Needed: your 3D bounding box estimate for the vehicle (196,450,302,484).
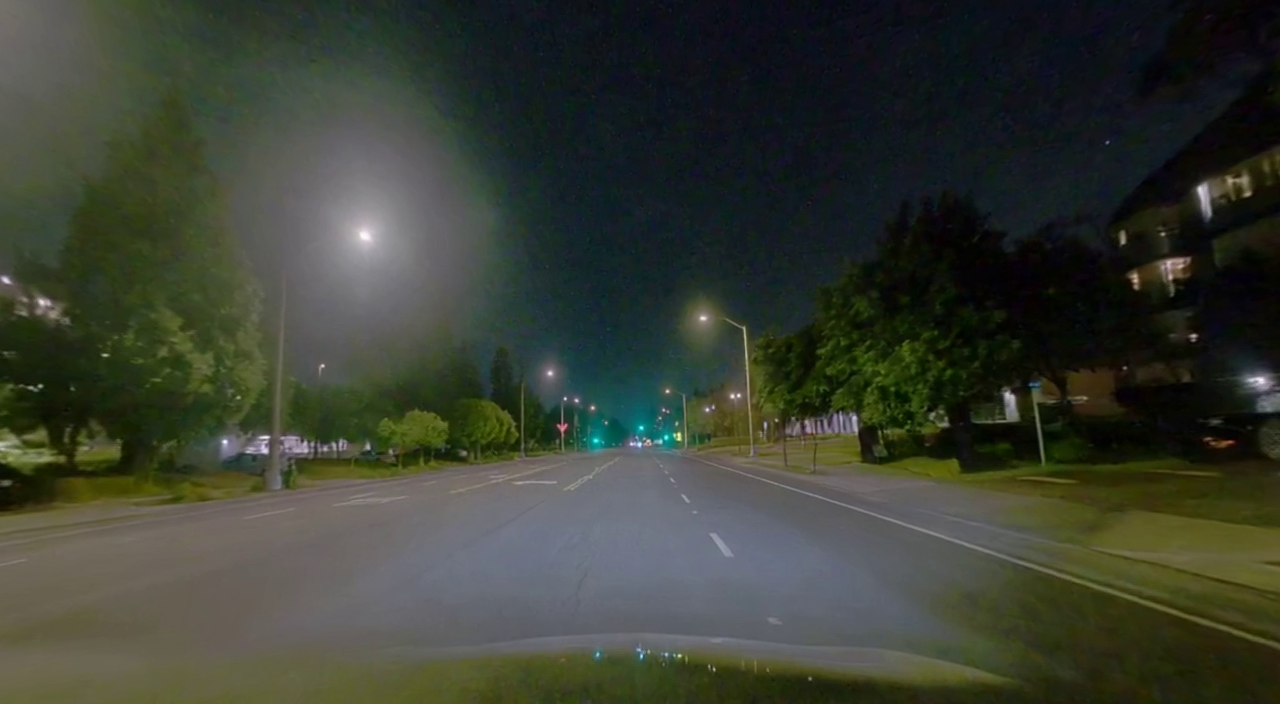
[{"bbox_3d":[-21.461,6.305,34.781,4.530,1.759,1.943,0,-8,1],"label":"vehicle"}]
